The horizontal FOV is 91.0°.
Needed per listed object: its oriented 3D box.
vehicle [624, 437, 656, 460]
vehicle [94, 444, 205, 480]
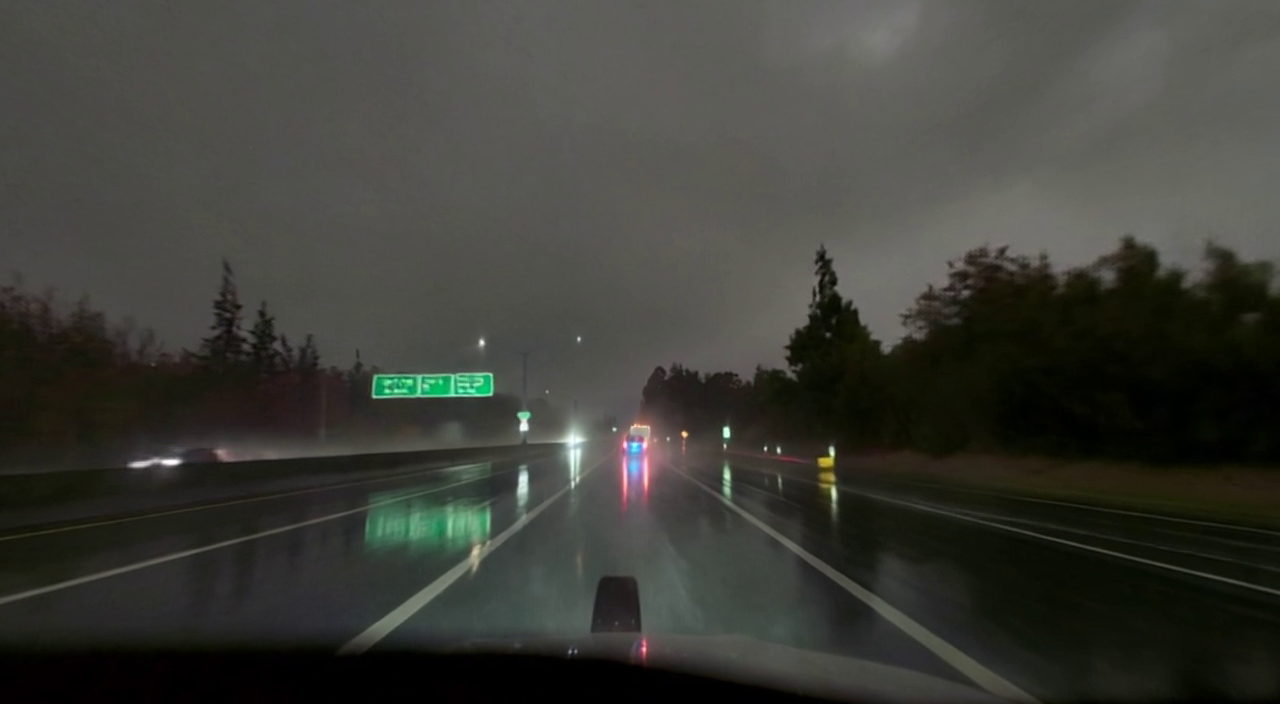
[{"bbox_3d":[-0.053,6.480,42.516,2.028,1.440,3.690,0,-8,-2],"label":"vehicle"},{"bbox_3d":[-22.494,5.009,29.089,1.836,1.475,4.187,0,-8,-1],"label":"vehicle"}]
